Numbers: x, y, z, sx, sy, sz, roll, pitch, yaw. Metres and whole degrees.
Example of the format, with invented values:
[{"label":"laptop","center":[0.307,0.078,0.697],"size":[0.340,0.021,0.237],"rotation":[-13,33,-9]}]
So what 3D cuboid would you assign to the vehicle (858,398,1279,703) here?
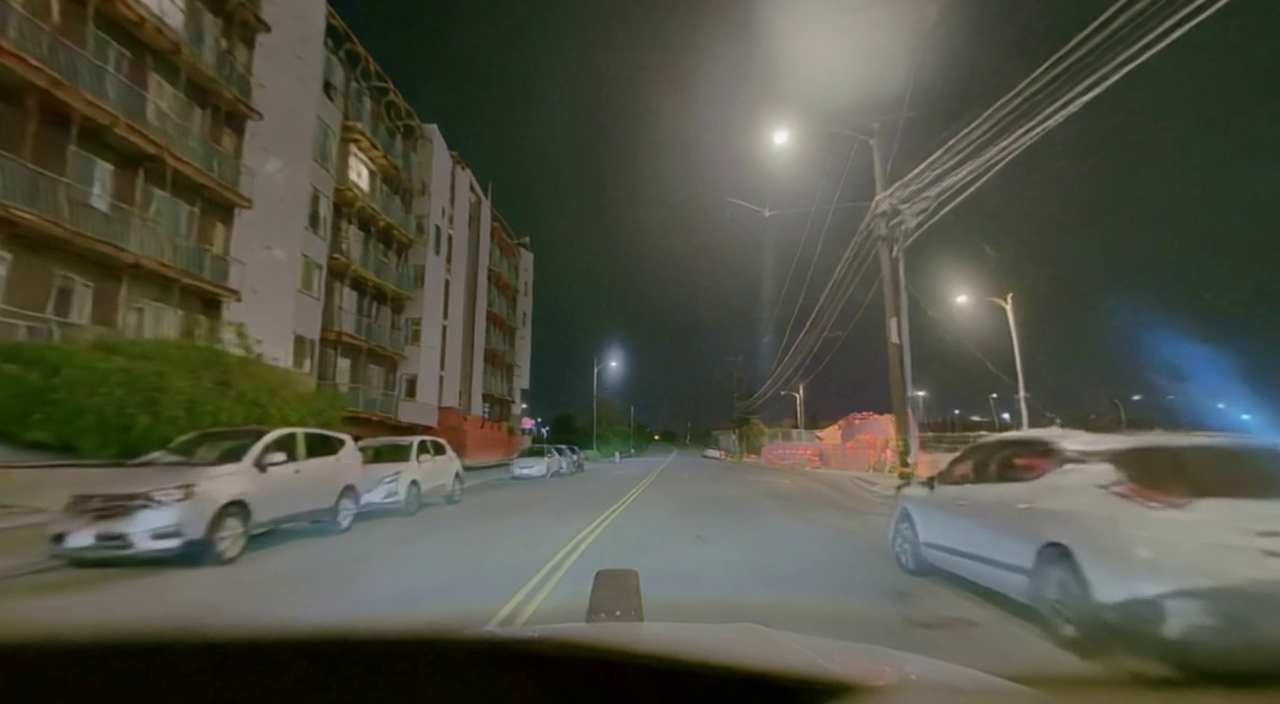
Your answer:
[{"label":"vehicle","center":[3.974,1.531,6.157],"size":[2.097,1.777,5.003],"rotation":[0,-9,3]}]

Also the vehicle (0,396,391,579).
[{"label":"vehicle","center":[-5.653,1.757,8.972],"size":[1.953,1.871,4.712],"rotation":[-1,-9,5]}]

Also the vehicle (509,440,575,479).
[{"label":"vehicle","center":[-4.379,4.889,28.902],"size":[1.998,1.633,4.673],"rotation":[-1,-8,4]}]
